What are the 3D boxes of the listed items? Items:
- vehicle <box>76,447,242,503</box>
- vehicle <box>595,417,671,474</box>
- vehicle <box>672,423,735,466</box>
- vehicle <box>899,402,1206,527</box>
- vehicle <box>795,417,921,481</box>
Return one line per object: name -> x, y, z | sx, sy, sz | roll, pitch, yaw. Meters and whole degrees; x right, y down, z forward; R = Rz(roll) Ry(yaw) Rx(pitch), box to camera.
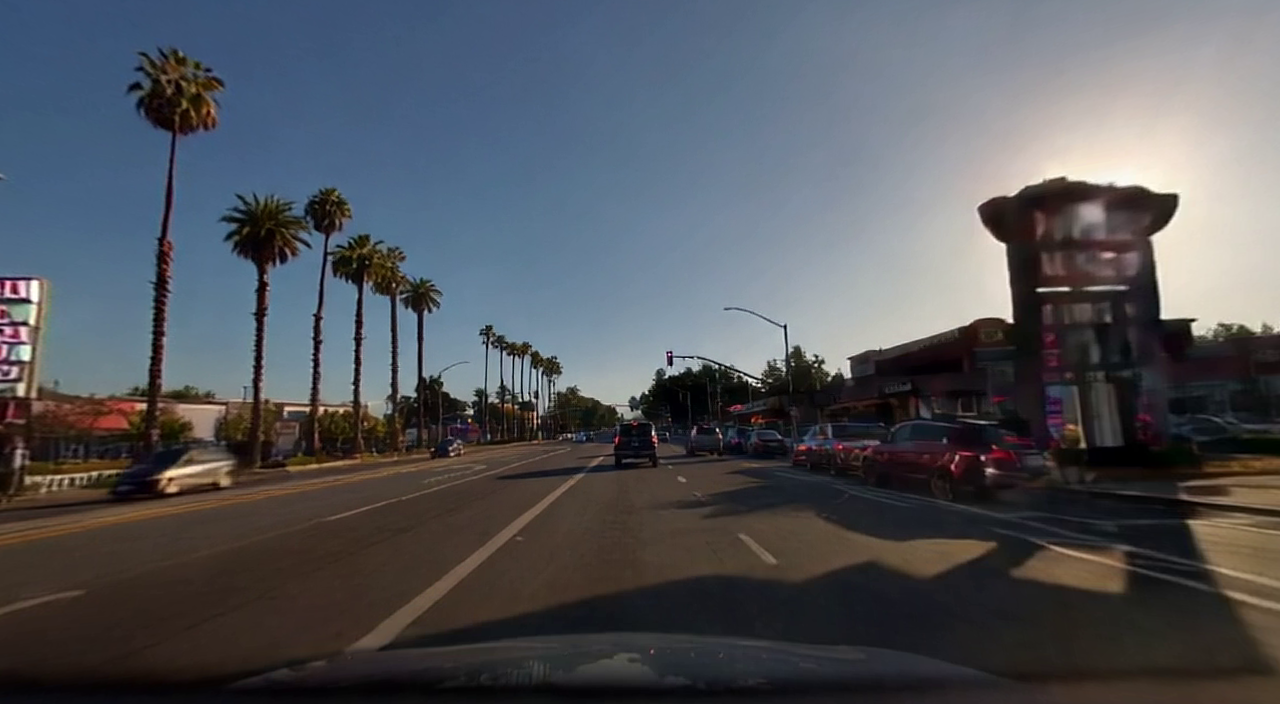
vehicle -> -14.729, 3.742, 19.731 | 1.875, 1.513, 4.260 | 0, -8, -1
vehicle -> -0.277, 3.377, 22.762 | 2.428, 1.816, 4.959 | 0, -8, -1
vehicle -> 2.784, 4.203, 28.762 | 2.187, 1.777, 4.444 | 0, -8, -2
vehicle -> 6.510, 1.849, 10.834 | 2.100, 1.675, 4.536 | 0, -8, -1
vehicle -> 6.417, 2.946, 19.305 | 2.001, 1.692, 4.800 | 0, -8, -2
